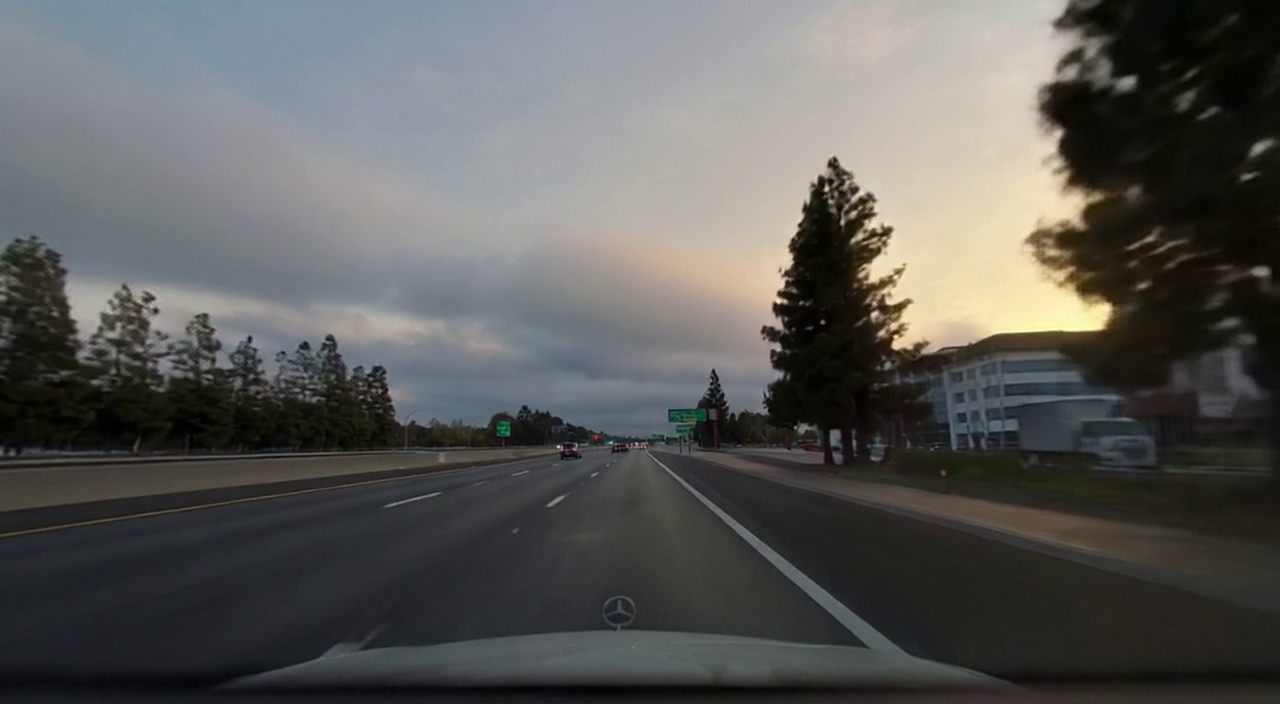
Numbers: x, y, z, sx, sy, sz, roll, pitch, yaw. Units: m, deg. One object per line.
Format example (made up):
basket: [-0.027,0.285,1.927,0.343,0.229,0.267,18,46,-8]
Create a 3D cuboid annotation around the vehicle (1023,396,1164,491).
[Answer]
vehicle: [14.821,3.005,20.865,2.312,2.875,2.697,0,-8,-6]
